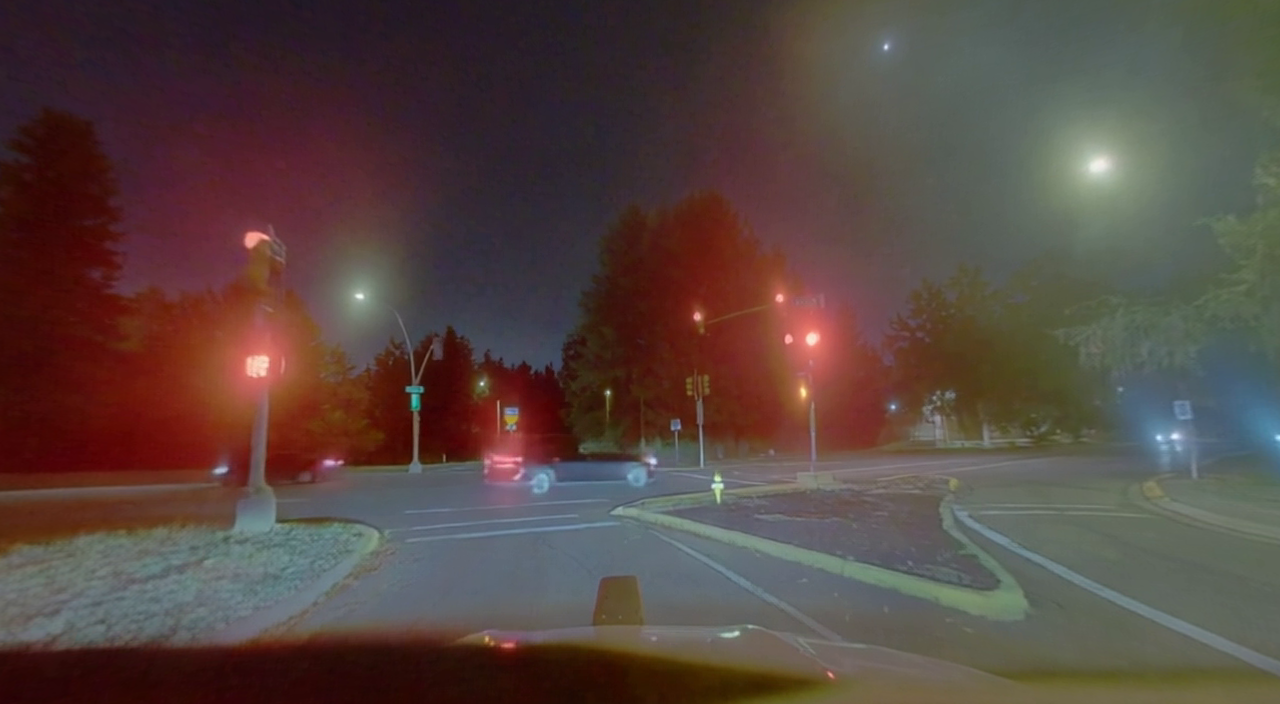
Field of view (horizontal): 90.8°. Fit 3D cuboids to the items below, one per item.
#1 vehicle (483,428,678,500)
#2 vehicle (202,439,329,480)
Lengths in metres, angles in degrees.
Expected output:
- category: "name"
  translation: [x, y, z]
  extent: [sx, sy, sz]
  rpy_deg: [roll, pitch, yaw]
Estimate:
- category: "vehicle"
  translation: [-1.508, 2.814, 16.269]
  extent: [4.545, 1.602, 2.014]
  rpy_deg: [4, -10, -27]
- category: "vehicle"
  translation: [-16.359, 4.697, 27.892]
  extent: [4.602, 1.667, 1.933]
  rpy_deg: [4, -9, -26]
